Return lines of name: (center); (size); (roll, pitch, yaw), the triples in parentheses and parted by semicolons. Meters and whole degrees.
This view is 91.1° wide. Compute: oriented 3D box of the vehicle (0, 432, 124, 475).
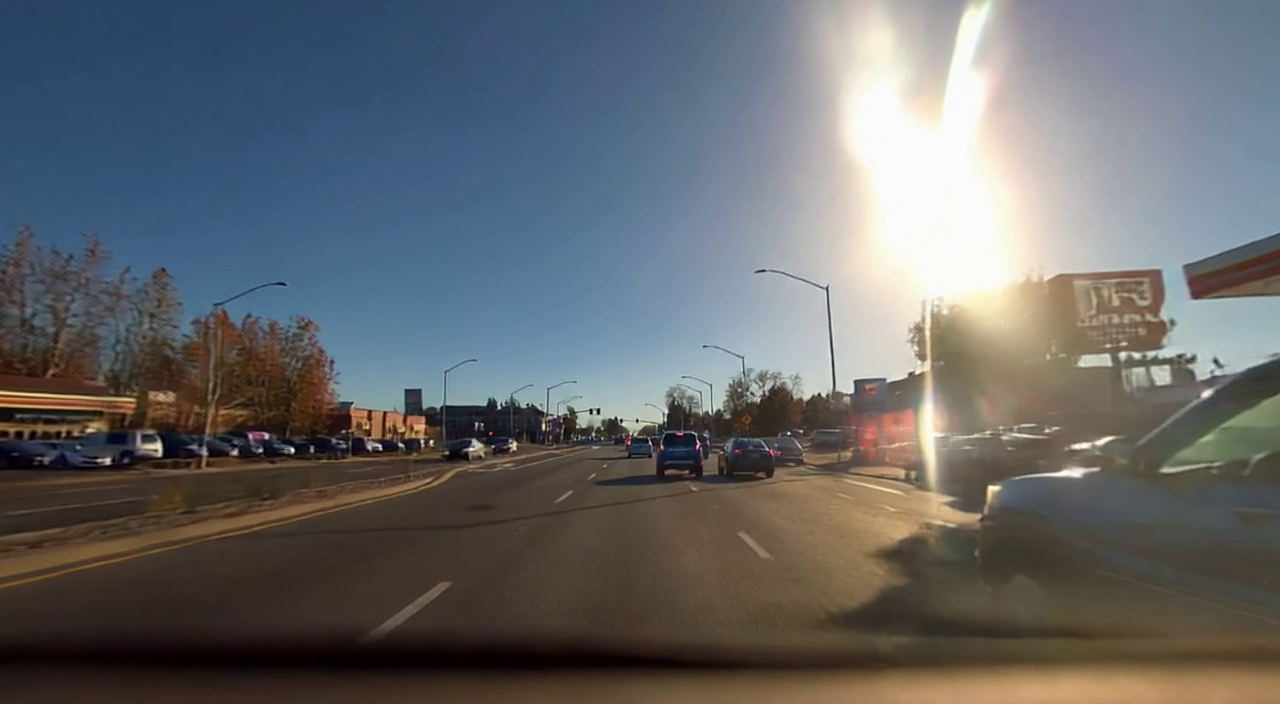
vehicle: (-26.230, 4.508, 28.167); (1.922, 1.755, 4.511); (-1, -8, 7)

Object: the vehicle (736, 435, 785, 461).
vehicle: (7.448, 6.001, 39.297); (2.055, 1.508, 4.782); (0, -8, 0)

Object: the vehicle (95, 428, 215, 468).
vehicle: (-25.706, 5.119, 33.611); (2.086, 1.967, 5.297); (0, -8, 1)

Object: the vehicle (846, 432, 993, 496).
vehicle: (7.329, 2.962, 17.111); (1.831, 1.471, 4.866); (0, -8, 1)

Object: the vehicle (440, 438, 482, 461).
vehicle: (-11.884, 6.501, 41.994); (1.942, 1.473, 4.506); (1, -8, -6)

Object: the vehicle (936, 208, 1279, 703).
vehicle: (3.027, 0.527, 1.596); (2.246, 1.963, 4.777); (0, -8, 1)

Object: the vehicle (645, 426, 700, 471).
vehicle: (1.423, 4.443, 29.170); (2.317, 1.857, 5.150); (0, -8, 1)

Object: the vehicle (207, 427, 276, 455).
vehicle: (-30.701, 6.931, 48.542); (2.042, 1.901, 5.209); (-3, -9, -2)
